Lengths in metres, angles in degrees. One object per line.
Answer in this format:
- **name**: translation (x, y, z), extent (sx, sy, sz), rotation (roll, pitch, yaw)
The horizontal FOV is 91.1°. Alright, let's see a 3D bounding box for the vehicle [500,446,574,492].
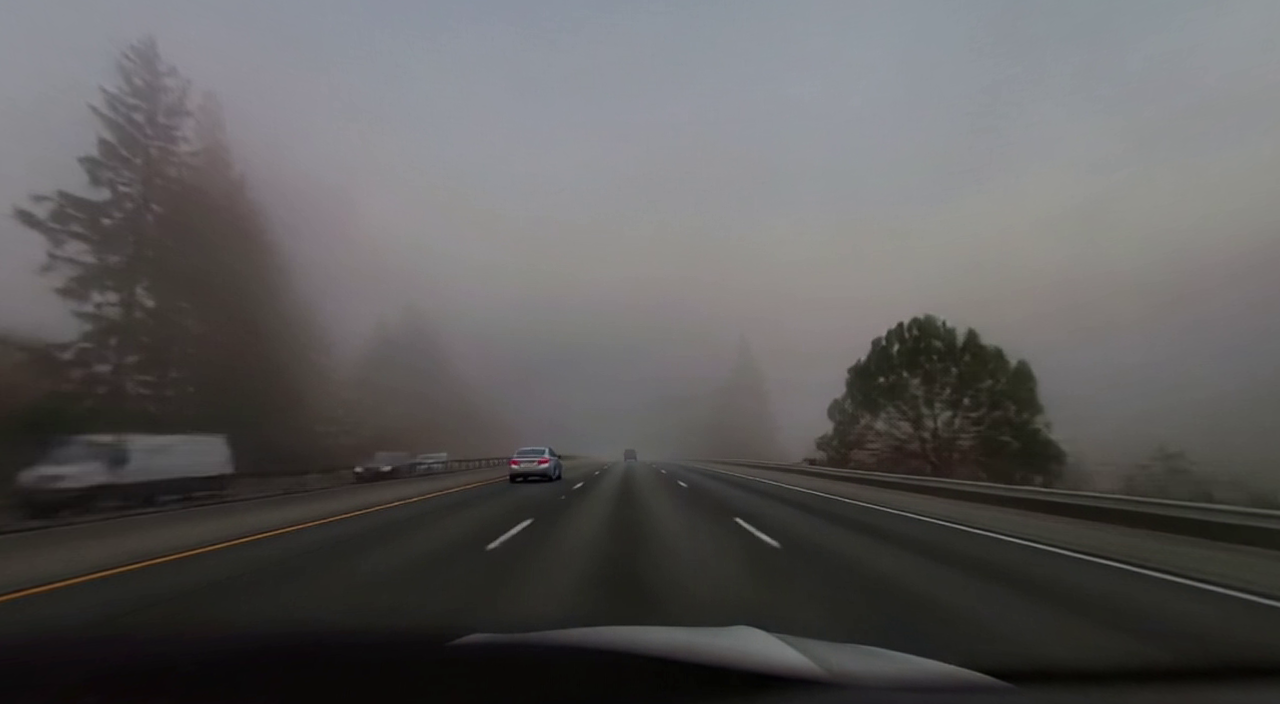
- **vehicle**: translation (-3.597, 4.156, 22.628), extent (1.970, 1.492, 3.944), rotation (0, -9, 0)
